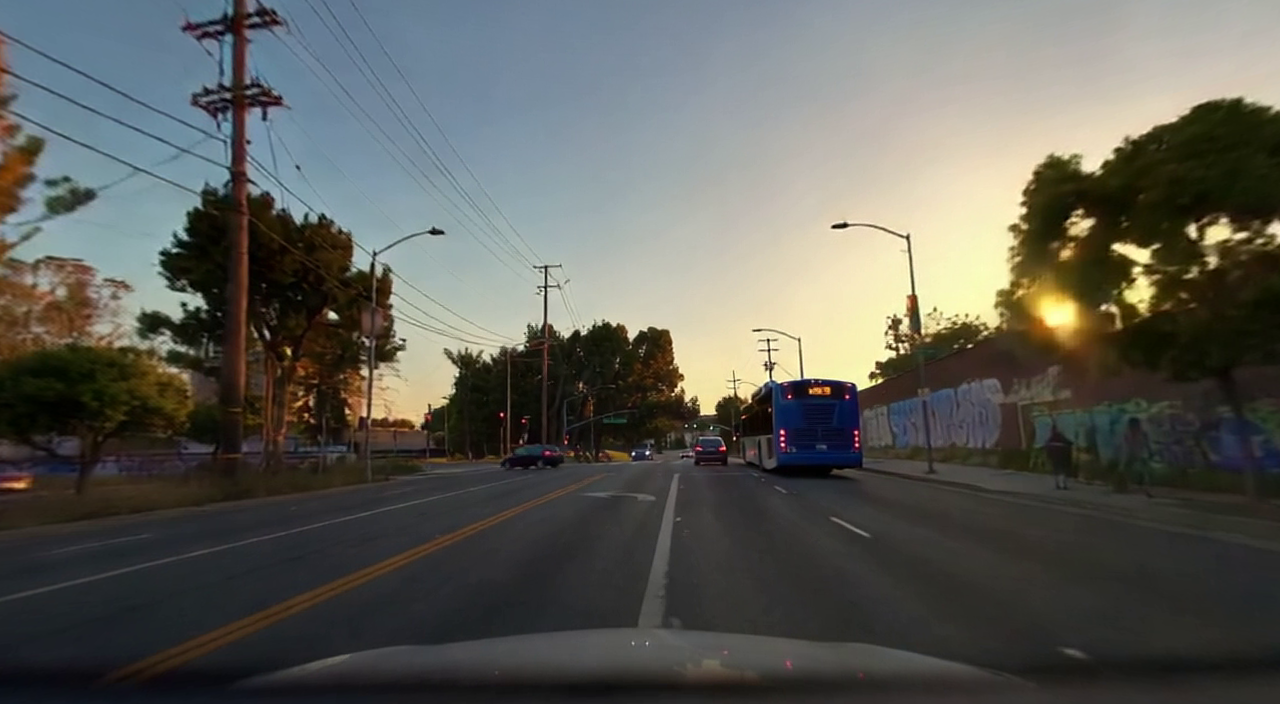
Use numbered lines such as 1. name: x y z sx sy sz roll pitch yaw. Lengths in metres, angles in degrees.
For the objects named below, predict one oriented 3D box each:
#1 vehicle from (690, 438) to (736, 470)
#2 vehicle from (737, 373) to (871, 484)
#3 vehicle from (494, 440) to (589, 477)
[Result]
1. vehicle: 3.547 5.021 31.423 1.961 1.470 4.196 -1 -8 3
2. vehicle: 6.125 3.311 26.217 3.045 3.447 12.604 -1 -8 4
3. vehicle: -4.561 4.806 28.820 4.420 1.544 2.018 -8 -12 44
